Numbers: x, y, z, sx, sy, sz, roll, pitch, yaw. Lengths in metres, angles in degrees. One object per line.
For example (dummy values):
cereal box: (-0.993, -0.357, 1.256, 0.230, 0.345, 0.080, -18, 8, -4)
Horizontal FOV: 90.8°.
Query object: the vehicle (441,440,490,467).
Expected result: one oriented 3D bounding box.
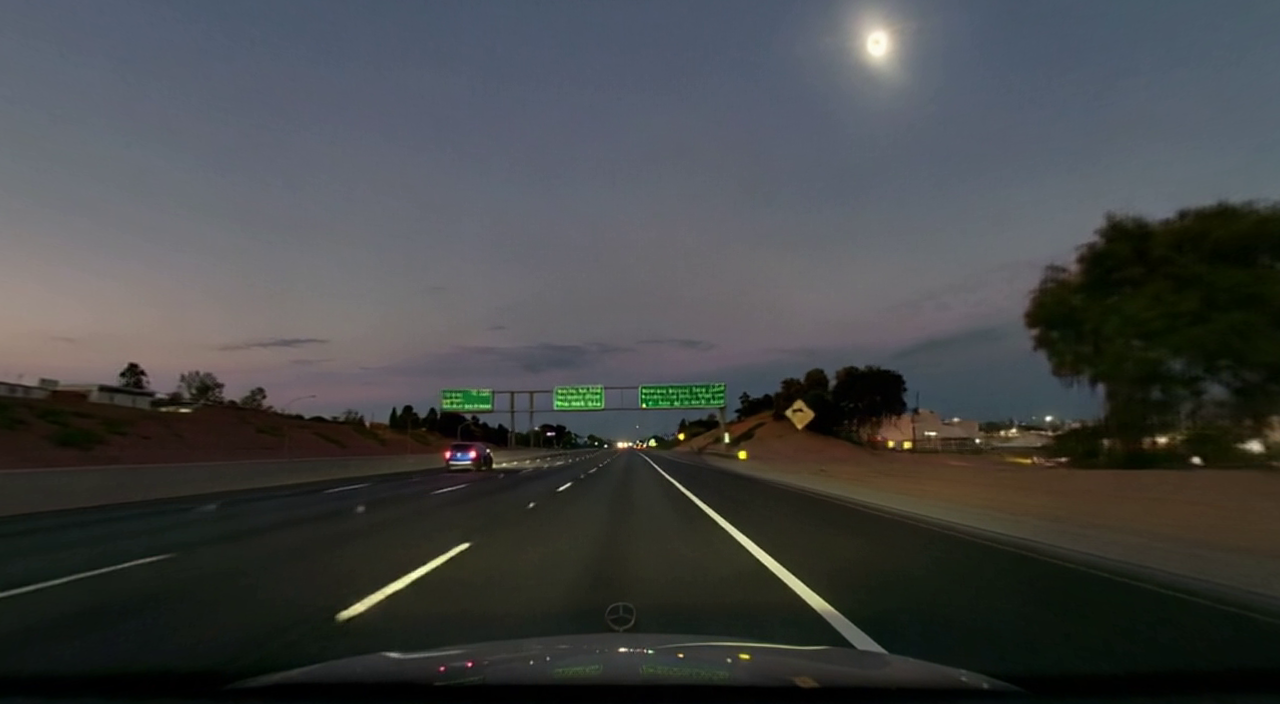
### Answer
vehicle: (-11.882, 6.946, 43.293, 2.016, 1.754, 4.543, 0, -8, 0)
